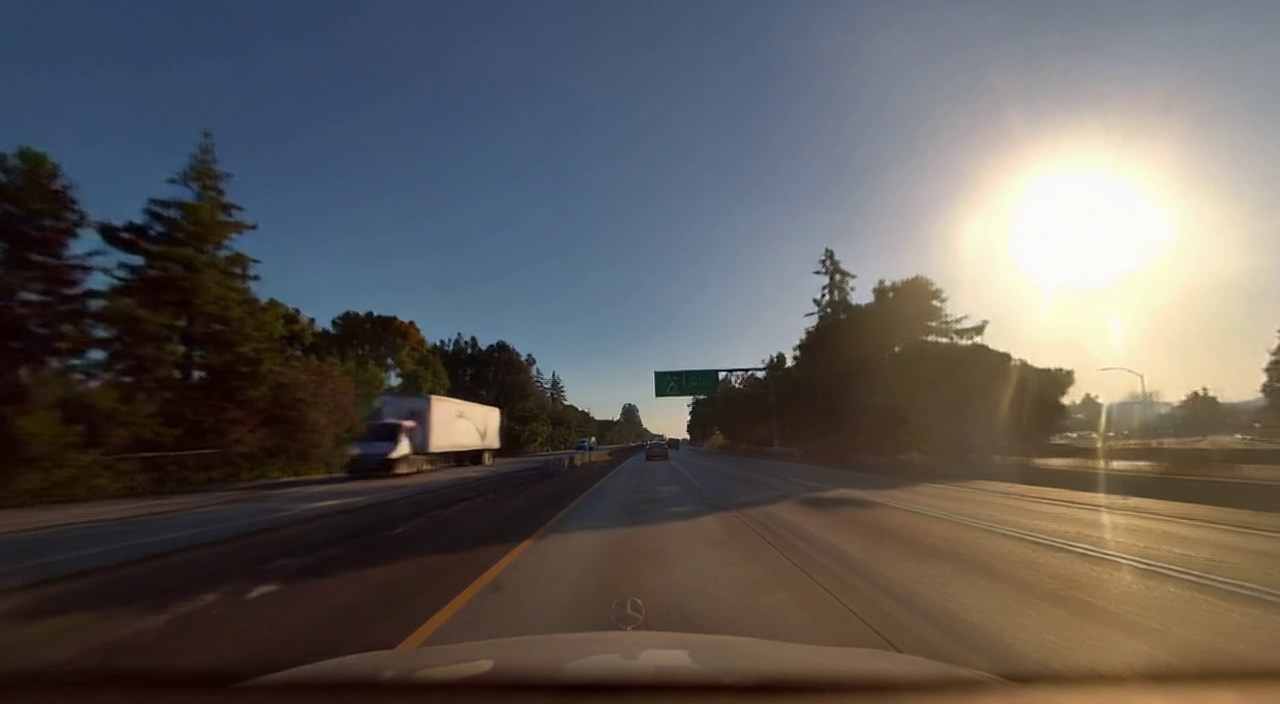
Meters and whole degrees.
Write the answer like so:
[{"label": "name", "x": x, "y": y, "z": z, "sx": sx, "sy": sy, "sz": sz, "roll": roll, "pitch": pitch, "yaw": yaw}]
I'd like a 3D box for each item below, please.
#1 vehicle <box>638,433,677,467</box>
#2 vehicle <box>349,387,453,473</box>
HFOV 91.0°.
[{"label": "vehicle", "x": 1.096, "y": 6.058, "z": 39.121, "sx": 2.301, "sy": 1.944, "sz": 4.554, "roll": 0, "pitch": -8, "yaw": 1}, {"label": "vehicle", "x": -11.469, "y": 3.841, "z": 30.808, "sx": 2.907, "sy": 3.852, "sz": 5.056, "roll": 0, "pitch": -8, "yaw": 1}]
